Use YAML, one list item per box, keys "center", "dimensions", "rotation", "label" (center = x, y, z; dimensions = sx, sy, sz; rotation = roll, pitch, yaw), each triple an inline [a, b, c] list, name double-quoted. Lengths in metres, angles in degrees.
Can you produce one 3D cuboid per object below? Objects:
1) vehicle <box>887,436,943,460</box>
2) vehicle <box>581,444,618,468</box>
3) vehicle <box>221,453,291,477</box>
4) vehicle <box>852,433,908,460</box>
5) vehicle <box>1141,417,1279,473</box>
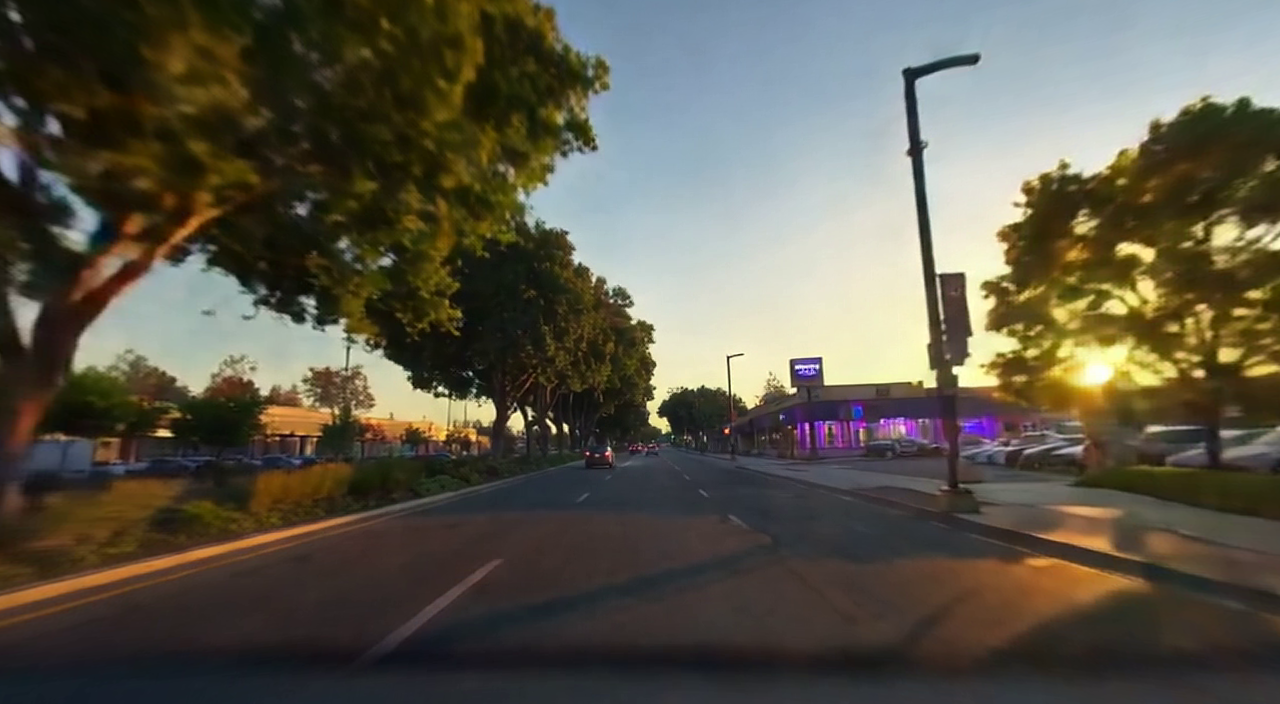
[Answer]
- center: [20.010, 6.968, 46.068]
  dimensions: [2.074, 1.607, 4.465]
  rotation: [-2, -8, 1]
  label: "vehicle"
- center: [-2.615, 6.840, 41.787]
  dimensions: [2.082, 1.460, 4.442]
  rotation: [0, -8, 1]
  label: "vehicle"
- center: [-27.324, 8.026, 45.029]
  dimensions: [1.910, 1.498, 4.703]
  rotation: [-1, -8, 2]
  label: "vehicle"
- center: [17.386, 6.883, 45.908]
  dimensions: [2.038, 1.827, 4.870]
  rotation: [0, -8, -2]
  label: "vehicle"
- center: [17.797, 2.757, 18.735]
  dimensions: [4.084, 1.547, 1.957]
  rotation: [0, -8, -1]
  label: "vehicle"
